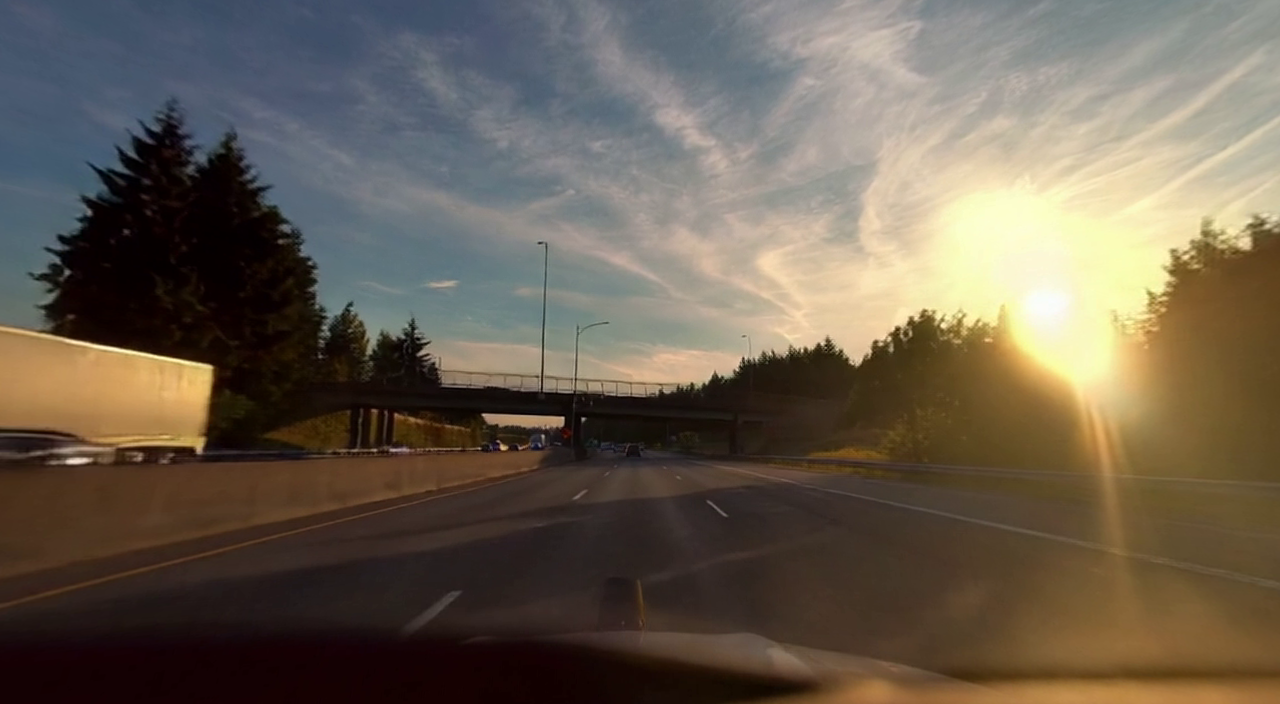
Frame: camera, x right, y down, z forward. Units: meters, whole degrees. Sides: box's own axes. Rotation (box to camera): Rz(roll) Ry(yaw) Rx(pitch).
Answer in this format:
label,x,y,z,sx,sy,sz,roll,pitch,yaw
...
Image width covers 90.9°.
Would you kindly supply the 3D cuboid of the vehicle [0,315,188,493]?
label,x,y,z,sx,sy,sz,roll,pitch,yaw
vehicle,-16.111,0.765,11.713,2.994,4.027,16.848,0,-9,0
